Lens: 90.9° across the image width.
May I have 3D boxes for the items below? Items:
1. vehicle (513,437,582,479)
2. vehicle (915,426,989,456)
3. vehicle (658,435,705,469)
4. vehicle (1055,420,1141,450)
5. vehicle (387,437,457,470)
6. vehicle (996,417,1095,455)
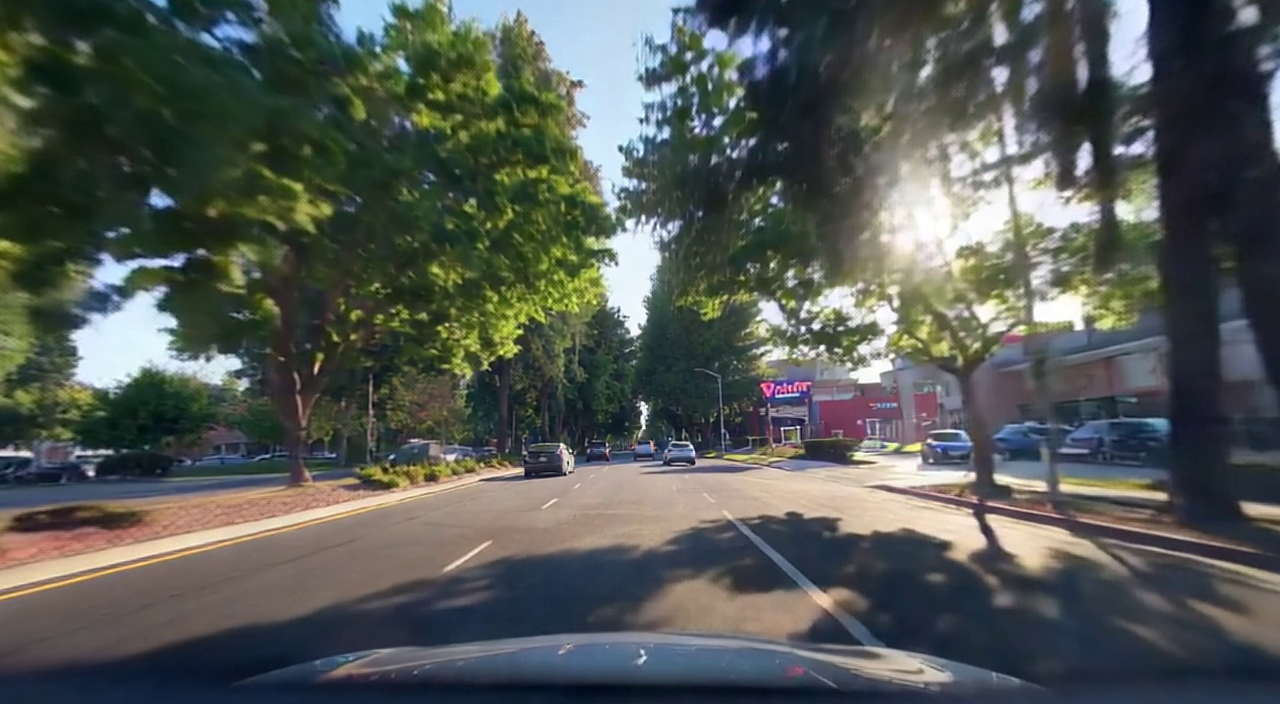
[{"bbox_3d":[-3.535,4.124,24.921,1.908,1.481,4.536,0,-8,2],"label":"vehicle"},{"bbox_3d":[15.927,4.575,32.396,1.823,1.413,3.884,0,-8,1],"label":"vehicle"},{"bbox_3d":[1.961,4.863,30.812,1.922,1.579,3.642,0,-8,-2],"label":"vehicle"},{"bbox_3d":[23.696,4.351,32.799,1.783,1.459,3.816,-1,-9,4],"label":"vehicle"},{"bbox_3d":[-12.462,5.850,36.500,2.047,1.729,5.470,0,-8,1],"label":"vehicle"},{"bbox_3d":[20.930,4.410,32.816,1.982,1.794,4.853,0,-8,1],"label":"vehicle"}]
